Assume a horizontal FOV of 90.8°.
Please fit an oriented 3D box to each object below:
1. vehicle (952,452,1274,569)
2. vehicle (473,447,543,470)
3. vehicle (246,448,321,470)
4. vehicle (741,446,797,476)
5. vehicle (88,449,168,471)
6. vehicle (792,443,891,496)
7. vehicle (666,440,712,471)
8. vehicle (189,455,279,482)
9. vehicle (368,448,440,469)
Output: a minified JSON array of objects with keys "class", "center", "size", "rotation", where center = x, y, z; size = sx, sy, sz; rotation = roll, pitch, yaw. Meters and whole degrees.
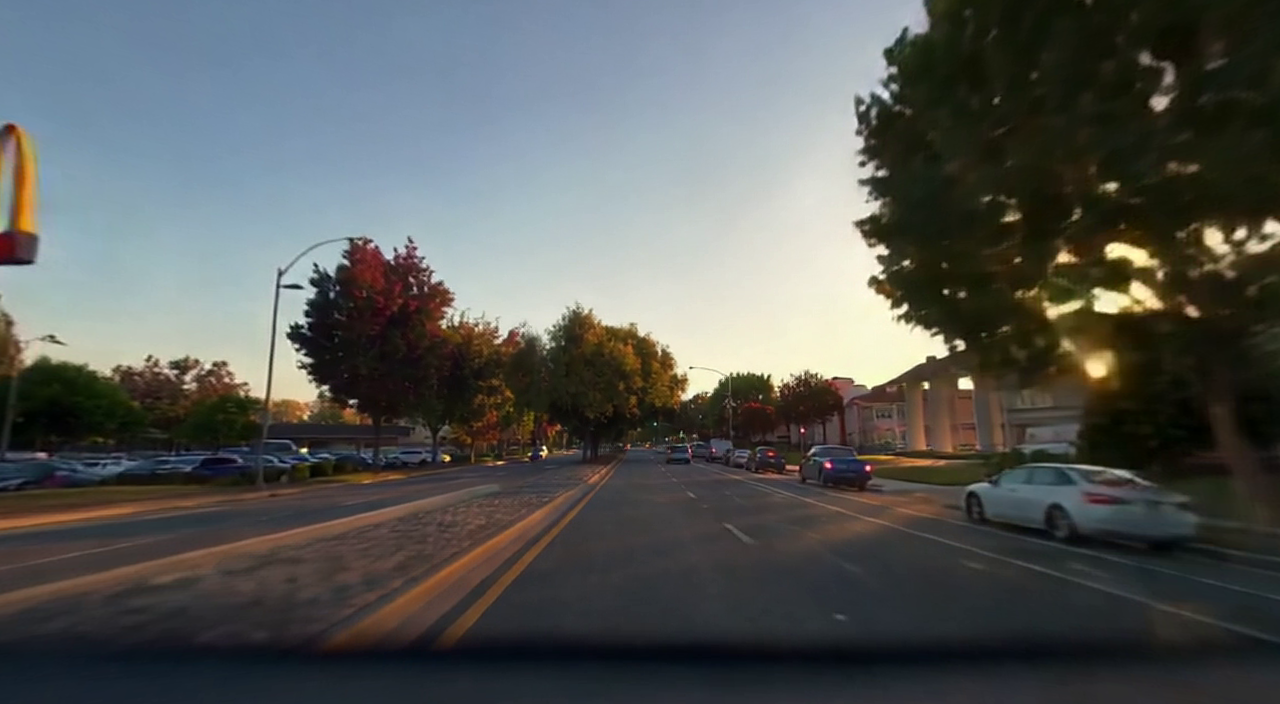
[{"class":"vehicle","center":[7.271,2.416,10.491],"size":[1.852,1.448,4.446],"rotation":[0,-8,-1]},{"class":"vehicle","center":[-9.491,7.609,45.420],"size":[4.700,1.567,2.165],"rotation":[-6,-10,32]},{"class":"vehicle","center":[-25.506,7.648,45.371],"size":[1.893,1.477,4.621],"rotation":[-3,-9,15]},{"class":"vehicle","center":[7.267,6.162,36.071],"size":[1.951,1.601,5.147],"rotation":[0,-8,-2]},{"class":"vehicle","center":[-38.884,8.175,48.106],"size":[1.864,1.502,4.432],"rotation":[-2,-9,13]},{"class":"vehicle","center":[7.140,4.170,22.958],"size":[1.994,1.691,4.472],"rotation":[0,-8,-2]},{"class":"vehicle","center":[2.974,6.394,39.333],"size":[2.293,1.814,4.589],"rotation":[0,-8,-3]},{"class":"vehicle","center":[-23.819,6.817,37.273],"size":[1.768,1.429,4.423],"rotation":[-2,-9,13]},{"class":"vehicle","center":[-17.734,8.002,47.494],"size":[4.635,1.457,2.060],"rotation":[-2,-9,13]}]
